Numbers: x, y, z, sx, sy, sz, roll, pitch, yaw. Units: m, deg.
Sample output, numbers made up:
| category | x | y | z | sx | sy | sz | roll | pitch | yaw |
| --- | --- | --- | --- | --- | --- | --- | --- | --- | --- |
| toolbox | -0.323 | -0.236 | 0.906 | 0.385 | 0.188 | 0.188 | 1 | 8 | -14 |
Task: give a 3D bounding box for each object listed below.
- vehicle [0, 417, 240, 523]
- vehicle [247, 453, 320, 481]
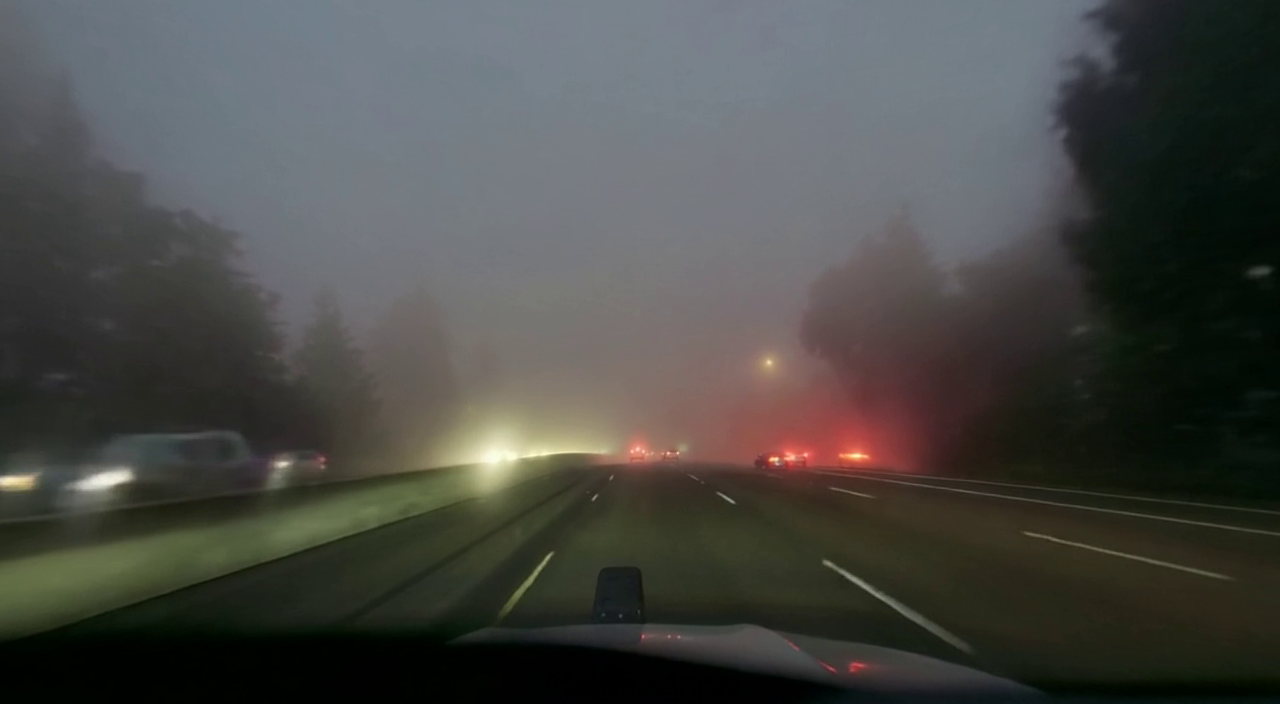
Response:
| category | x | y | z | sx | sy | sz | roll | pitch | yaw |
| --- | --- | --- | --- | --- | --- | --- | --- | --- | --- |
| vehicle | -9.842 | 2.046 | 11.620 | 1.915 | 1.524 | 4.623 | 0 | -8 | 0 |
| vehicle | -20.917 | 6.727 | 37.296 | 1.672 | 1.402 | 4.632 | 0 | -7 | 0 |
